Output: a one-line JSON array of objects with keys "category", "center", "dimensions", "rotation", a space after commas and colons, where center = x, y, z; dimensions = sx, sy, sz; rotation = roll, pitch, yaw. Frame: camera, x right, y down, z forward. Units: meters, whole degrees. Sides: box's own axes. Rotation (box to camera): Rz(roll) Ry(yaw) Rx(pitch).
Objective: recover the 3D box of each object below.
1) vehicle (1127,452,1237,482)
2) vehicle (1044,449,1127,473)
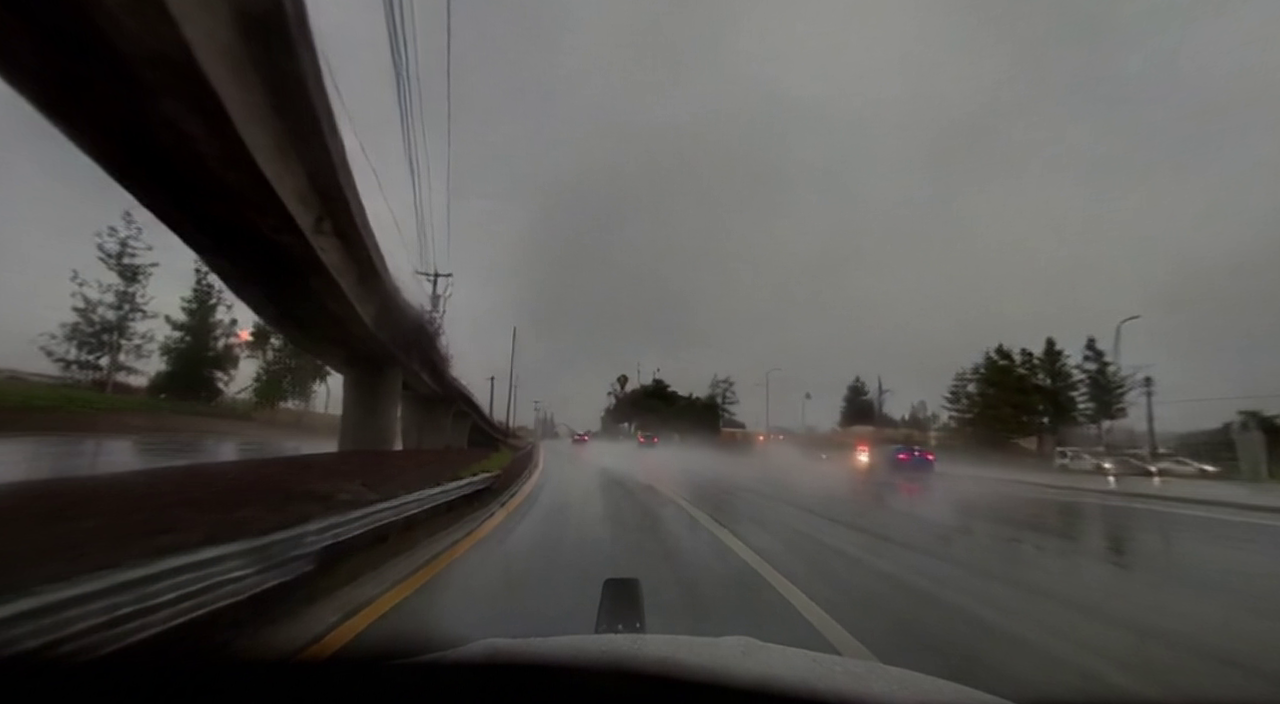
[{"category": "vehicle", "center": [38.156, 8.101, 44.577], "dimensions": [5.708, 1.847, 2.078], "rotation": [-2, -9, 0]}, {"category": "vehicle", "center": [31.736, 7.792, 45.142], "dimensions": [4.615, 1.523, 1.735], "rotation": [-7, -10, 33]}]
